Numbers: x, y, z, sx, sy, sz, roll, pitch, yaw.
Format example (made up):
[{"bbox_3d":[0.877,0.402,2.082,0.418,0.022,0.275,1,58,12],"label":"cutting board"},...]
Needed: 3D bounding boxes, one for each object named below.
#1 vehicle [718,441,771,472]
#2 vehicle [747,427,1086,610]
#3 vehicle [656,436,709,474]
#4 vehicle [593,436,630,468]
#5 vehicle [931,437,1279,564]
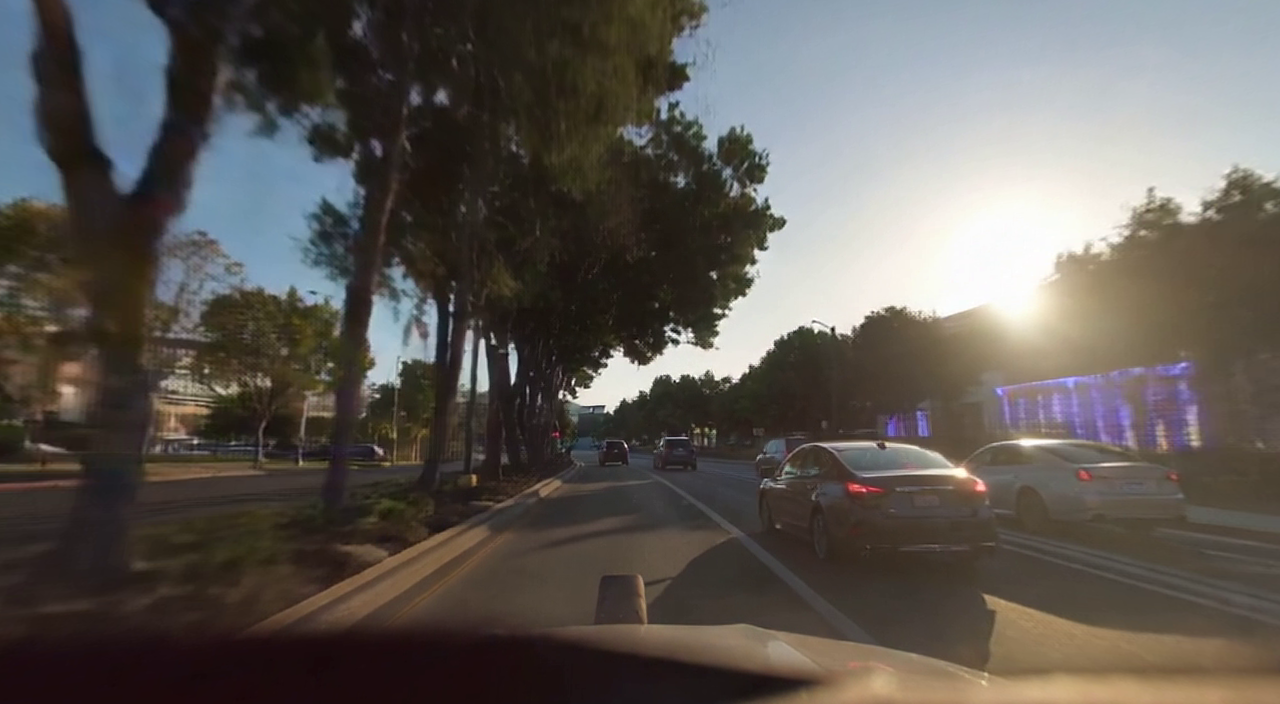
[{"bbox_3d":[5.838,5.908,35.759,1.954,1.606,4.423,1,-8,-5],"label":"vehicle"},{"bbox_3d":[2.611,1.664,7.278,1.883,1.452,4.258,0,-8,-2],"label":"vehicle"},{"bbox_3d":[1.987,5.020,30.925,2.000,1.745,4.206,1,-8,-5],"label":"vehicle"},{"bbox_3d":[-1.737,5.950,37.633,2.051,1.798,4.168,1,-8,-5],"label":"vehicle"},{"bbox_3d":[6.456,2.055,9.559,1.917,1.457,4.274,0,-8,-2],"label":"vehicle"}]
